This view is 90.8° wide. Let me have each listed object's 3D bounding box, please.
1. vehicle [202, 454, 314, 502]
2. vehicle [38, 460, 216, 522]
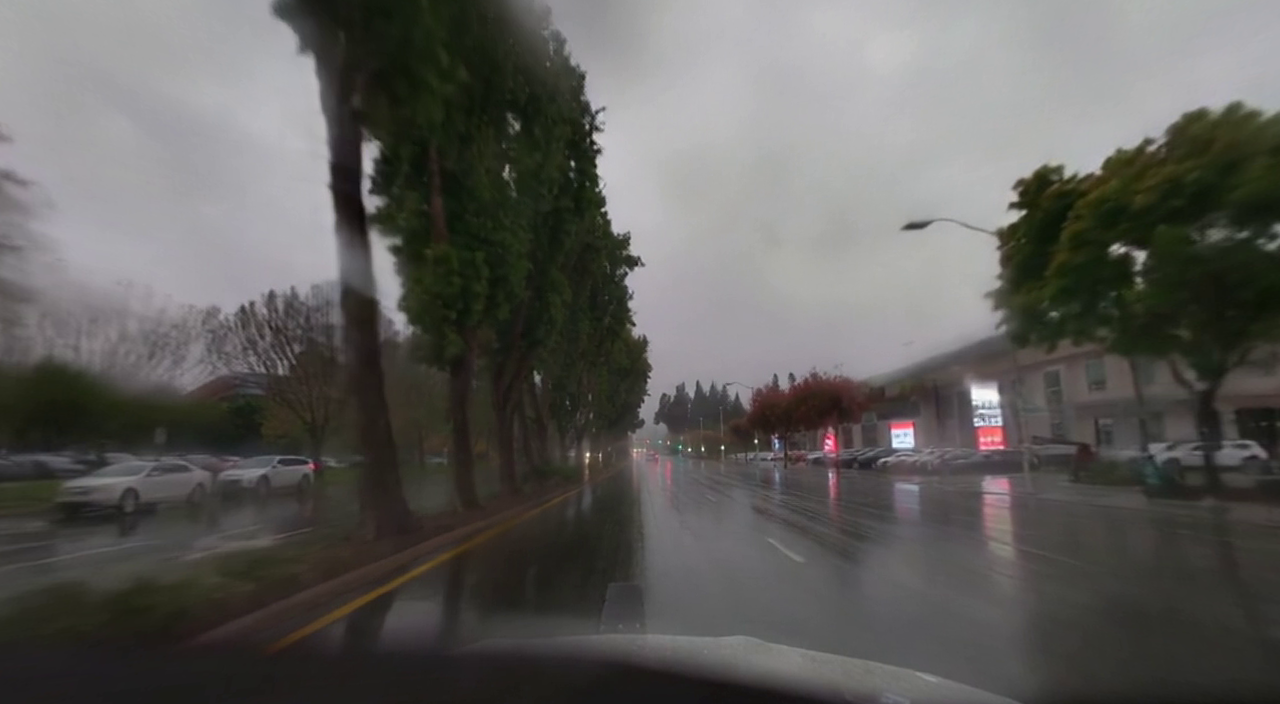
[{"bbox_3d":[-16.842,5.533,28.196,1.993,1.887,4.722,0,-9,1],"label":"vehicle"},{"bbox_3d":[-16.594,4.469,20.845,1.944,1.669,4.613,0,-9,1],"label":"vehicle"}]
